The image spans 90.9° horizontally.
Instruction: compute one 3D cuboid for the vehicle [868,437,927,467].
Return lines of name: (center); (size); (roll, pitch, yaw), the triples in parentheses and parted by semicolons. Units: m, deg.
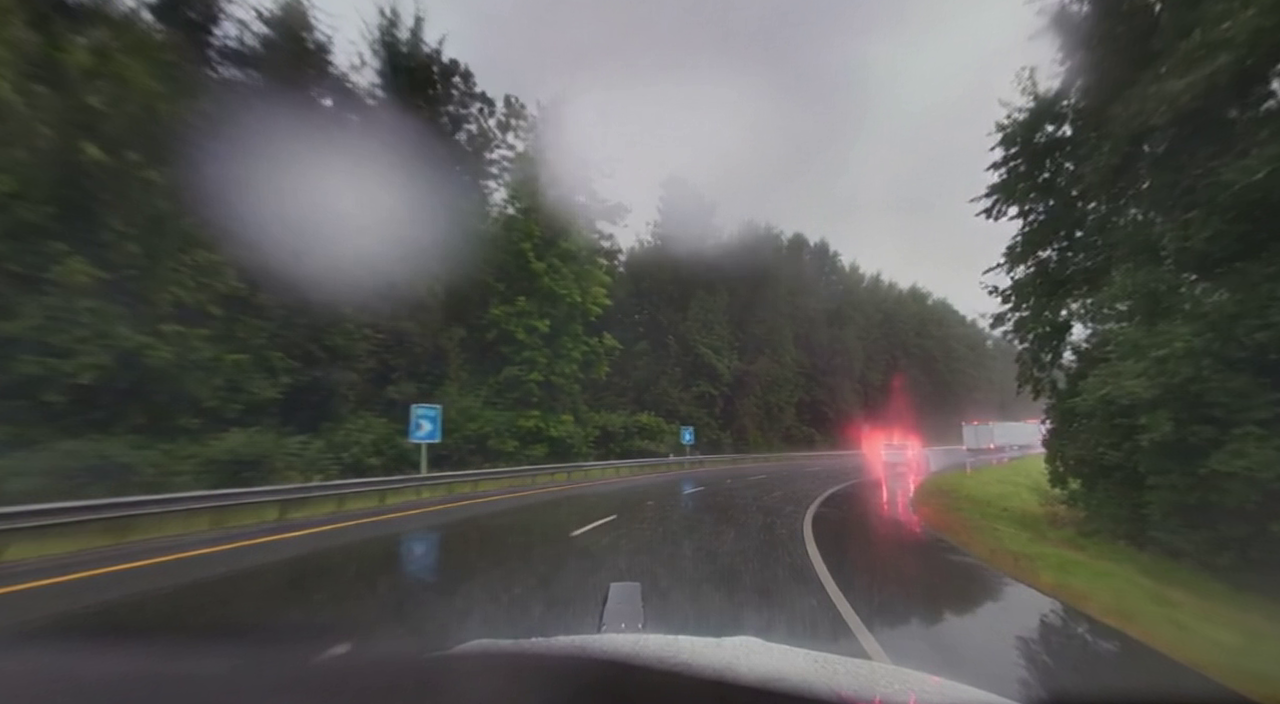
vehicle: (15.480, 5.969, 37.778); (2.221, 1.674, 4.325); (-7, -11, 36)
